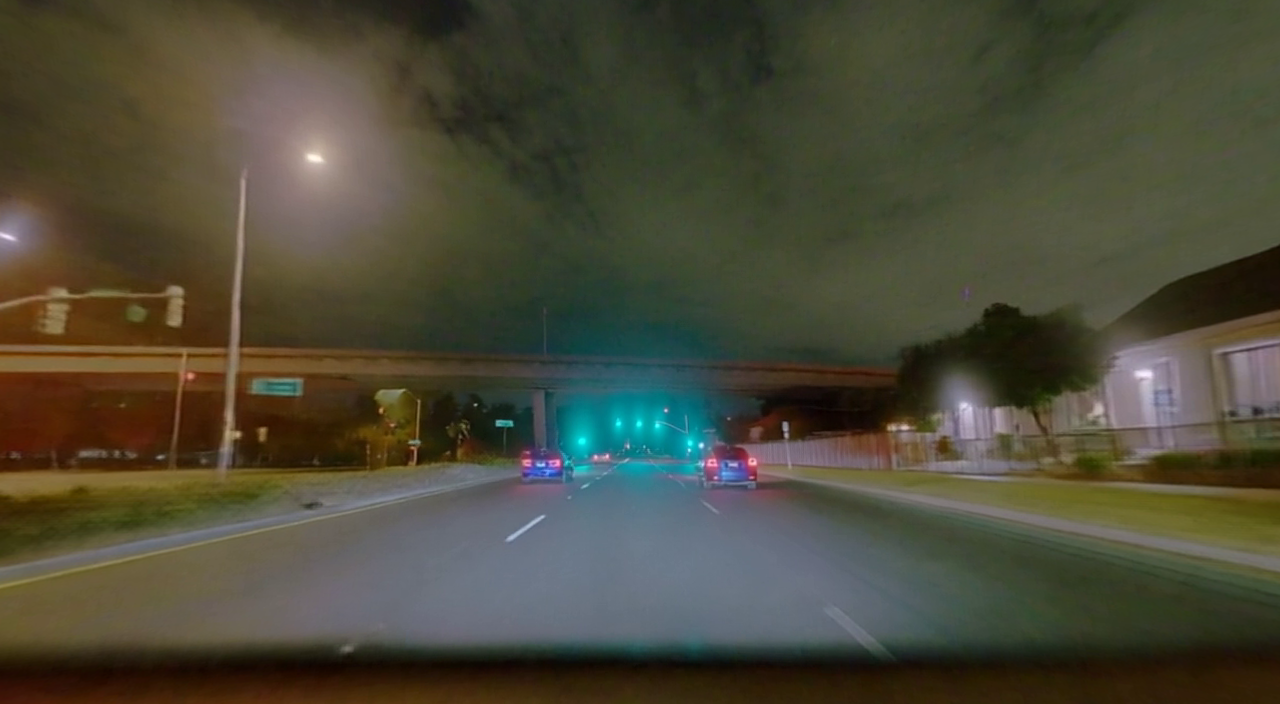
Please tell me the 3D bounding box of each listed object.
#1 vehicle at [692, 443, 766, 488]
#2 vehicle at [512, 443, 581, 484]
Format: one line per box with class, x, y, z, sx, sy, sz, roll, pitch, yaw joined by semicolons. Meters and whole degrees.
vehicle;3.178;4.167;23.536;2.068;1.497;4.247;0;-9;-1
vehicle;-3.663;4.439;25.534;2.060;1.484;4.417;0;-9;1
